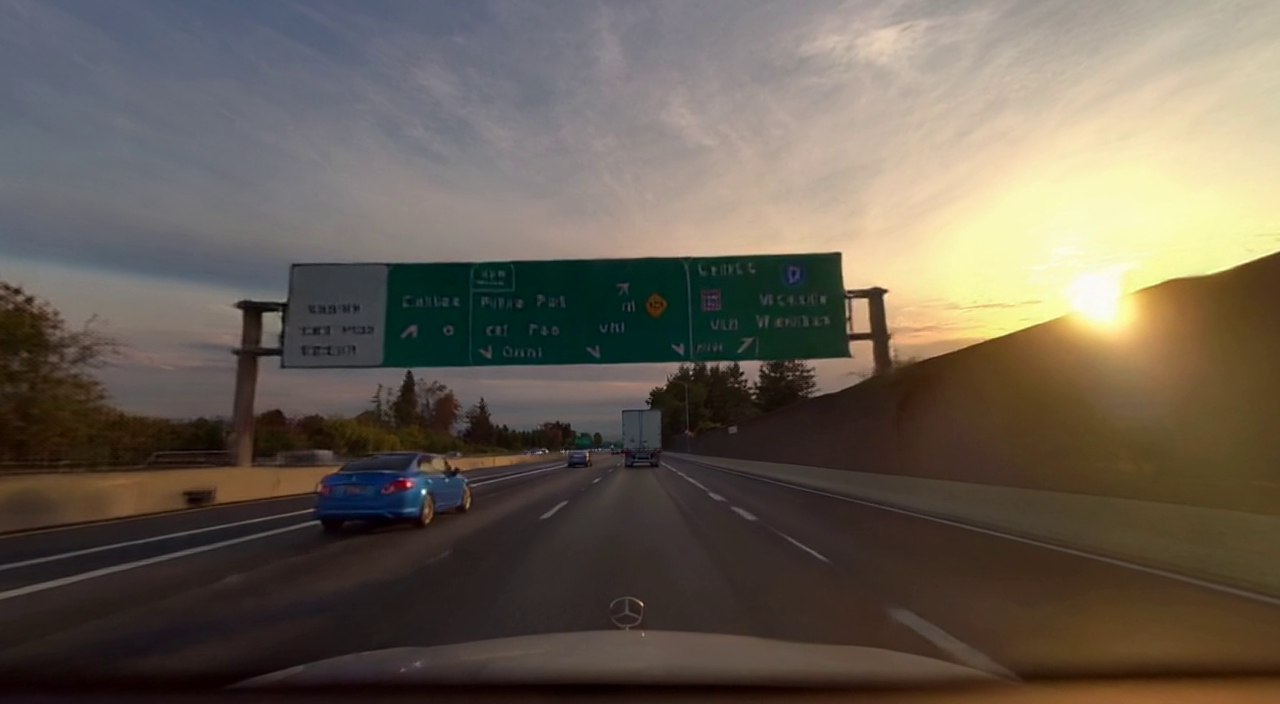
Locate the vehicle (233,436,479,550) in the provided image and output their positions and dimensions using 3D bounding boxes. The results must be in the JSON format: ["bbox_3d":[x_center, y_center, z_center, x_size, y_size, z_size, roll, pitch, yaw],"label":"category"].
[{"bbox_3d":[-4.345,2.216,10.698,1.977,1.478,4.702,0,-9,0],"label":"vehicle"}]

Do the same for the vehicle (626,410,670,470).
[{"bbox_3d":[0.563,6.721,48.034,2.980,4.051,10.359,0,-9,0],"label":"vehicle"}]

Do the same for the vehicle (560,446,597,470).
[{"bbox_3d":[-4.046,7.015,41.950,1.974,1.531,4.429,0,-9,0],"label":"vehicle"}]
